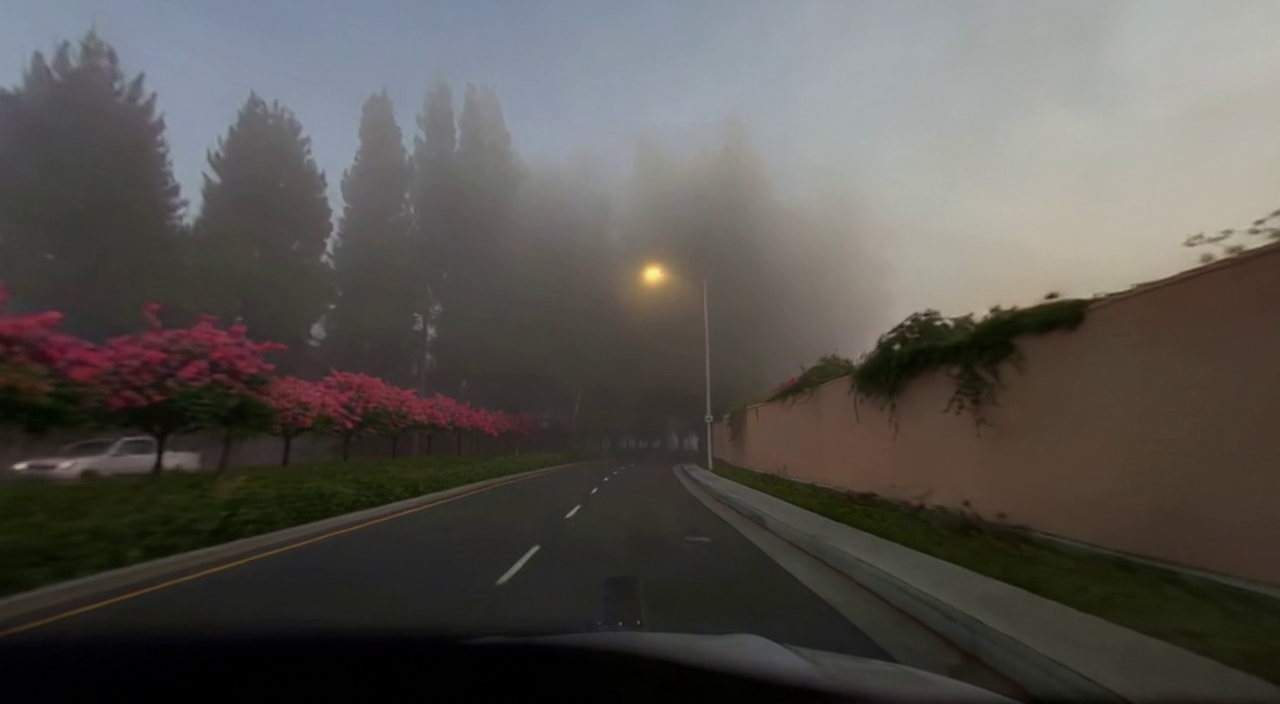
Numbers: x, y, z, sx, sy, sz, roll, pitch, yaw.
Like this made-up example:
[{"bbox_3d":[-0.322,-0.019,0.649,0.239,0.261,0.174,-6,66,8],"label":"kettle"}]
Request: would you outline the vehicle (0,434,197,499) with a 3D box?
[{"bbox_3d":[-16.762,3.513,19.852,2.186,1.769,4.869,0,-8,-1],"label":"vehicle"}]
